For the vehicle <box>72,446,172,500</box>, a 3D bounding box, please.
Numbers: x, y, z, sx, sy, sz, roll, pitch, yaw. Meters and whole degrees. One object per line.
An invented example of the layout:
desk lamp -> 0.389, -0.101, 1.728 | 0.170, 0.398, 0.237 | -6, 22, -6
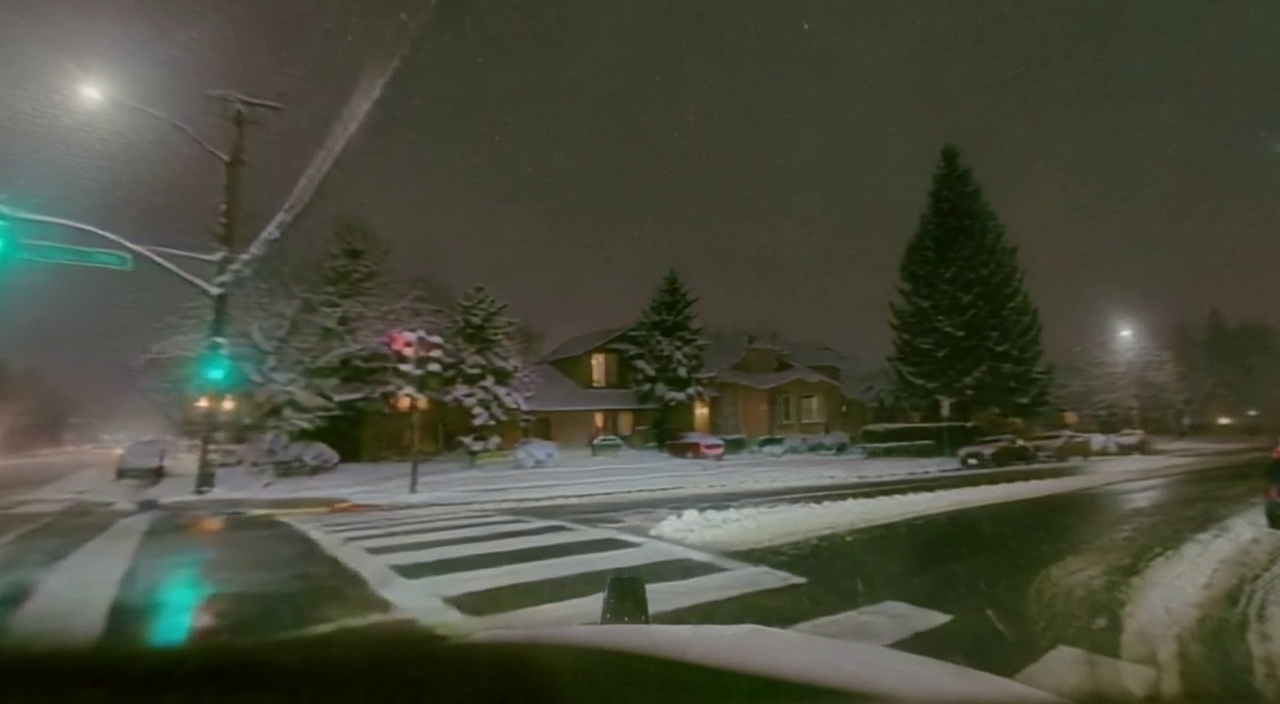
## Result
vehicle -> -16.402, 3.794, 20.190 | 2.149, 1.507, 4.160 | 6, -11, -36

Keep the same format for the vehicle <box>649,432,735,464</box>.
vehicle -> 2.669, 5.115, 33.653 | 2.028, 1.595, 4.554 | 6, -11, -36

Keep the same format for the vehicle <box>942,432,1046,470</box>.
vehicle -> 15.030, 4.190, 26.700 | 4.671, 1.470, 1.963 | 6, -12, -36

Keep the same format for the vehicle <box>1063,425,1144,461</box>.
vehicle -> 24.889, 4.894, 33.805 | 4.528, 1.755, 1.973 | 6, -11, -35

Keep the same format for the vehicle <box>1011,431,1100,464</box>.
vehicle -> 20.007, 4.606, 30.305 | 4.518, 1.477, 1.948 | 6, -12, -36
